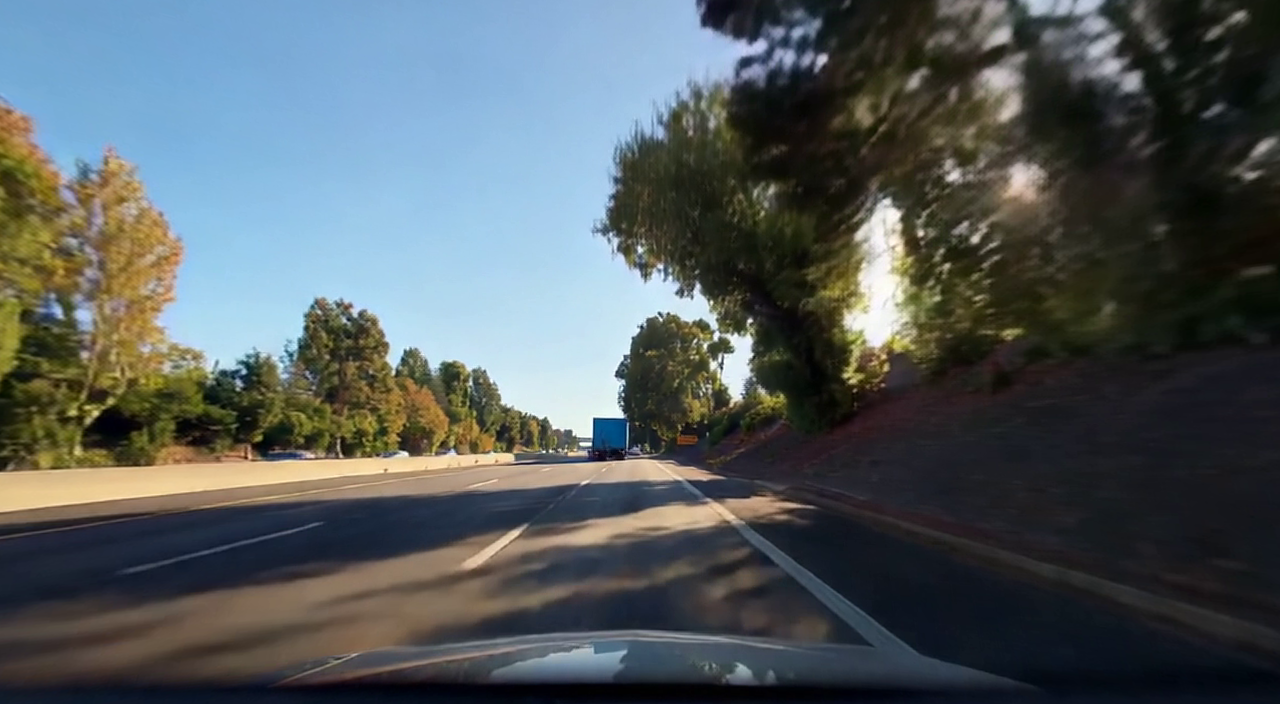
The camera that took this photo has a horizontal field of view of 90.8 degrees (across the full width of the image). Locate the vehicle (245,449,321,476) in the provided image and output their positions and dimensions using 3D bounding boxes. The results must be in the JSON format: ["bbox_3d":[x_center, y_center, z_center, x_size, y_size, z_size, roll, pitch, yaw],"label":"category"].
[{"bbox_3d":[-21.633,6.691,38.531,1.965,1.537,4.609,0,-9,0],"label":"vehicle"}]
